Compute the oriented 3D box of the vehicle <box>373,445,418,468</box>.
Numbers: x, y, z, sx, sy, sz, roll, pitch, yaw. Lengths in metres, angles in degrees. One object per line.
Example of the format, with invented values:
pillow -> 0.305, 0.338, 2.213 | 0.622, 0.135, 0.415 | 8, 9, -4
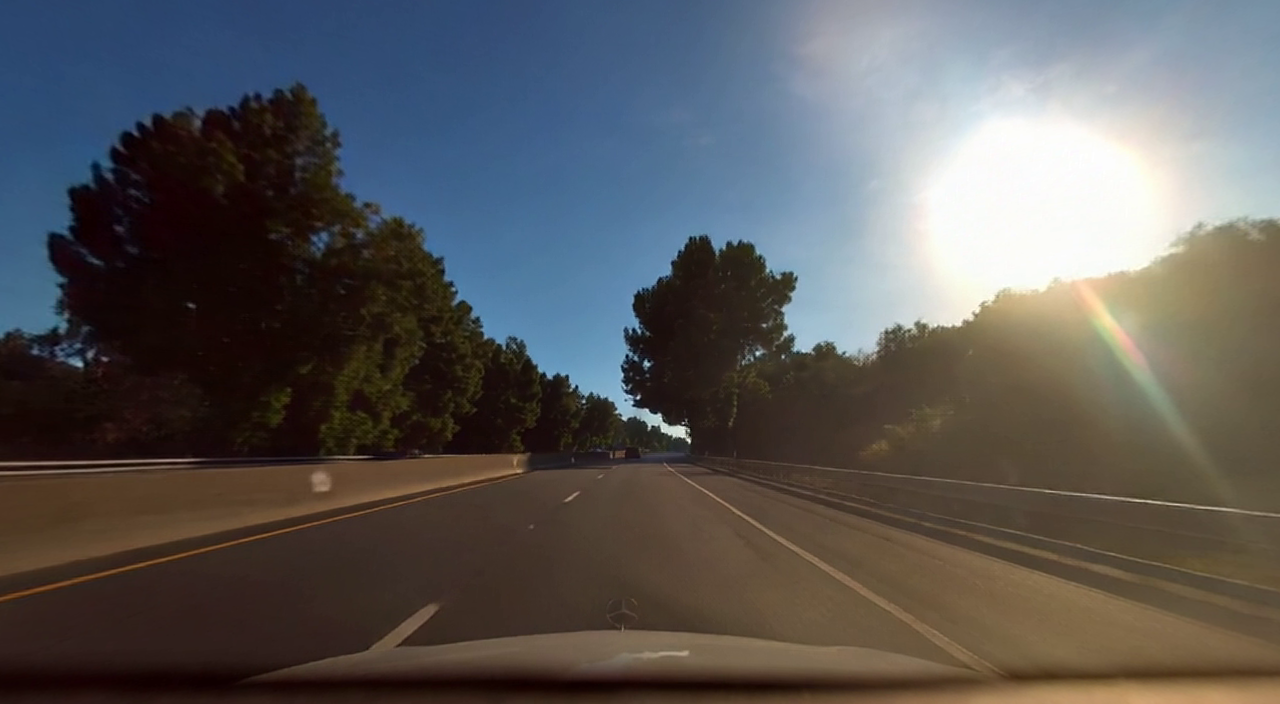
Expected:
vehicle -> -15.250, 6.546, 39.473 | 1.572, 1.339, 3.317 | 0, -9, -3
